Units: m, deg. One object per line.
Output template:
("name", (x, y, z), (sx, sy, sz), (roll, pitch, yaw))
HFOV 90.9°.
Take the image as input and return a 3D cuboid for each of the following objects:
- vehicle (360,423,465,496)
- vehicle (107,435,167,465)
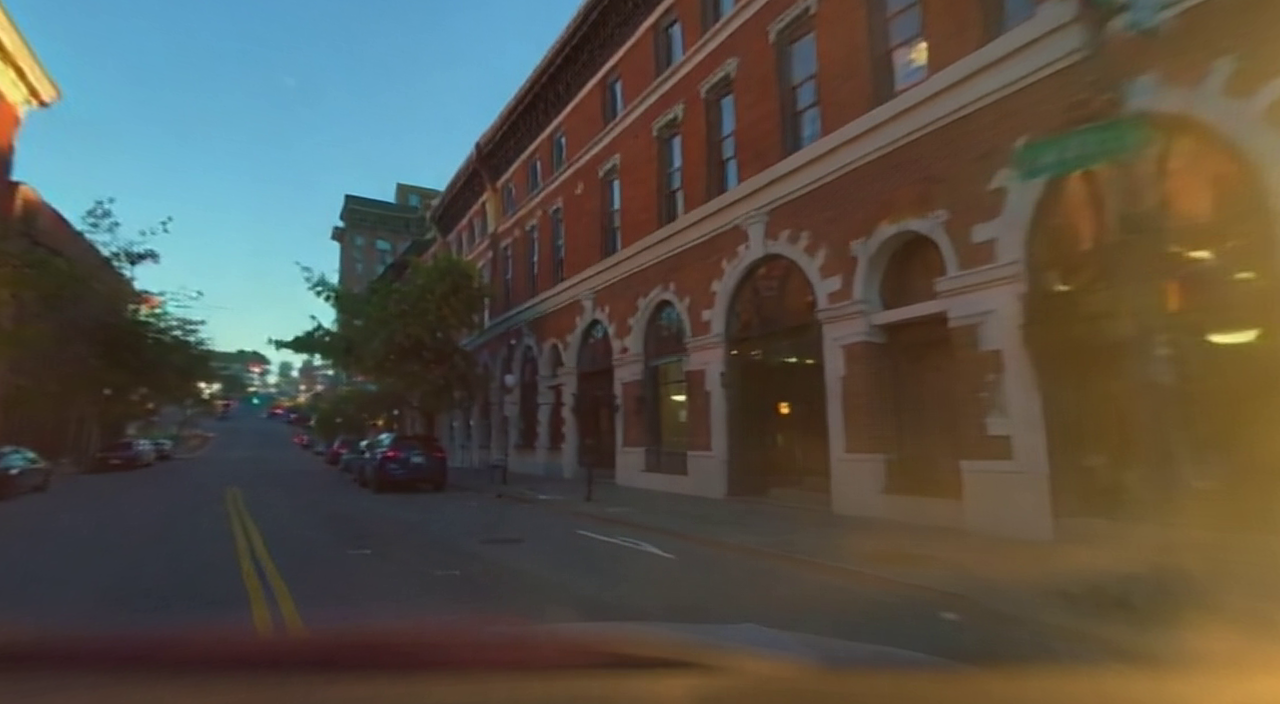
("vehicle", (-6.721, 3.063, 18.334), (1.953, 1.804, 4.518), (5, -10, -31))
("vehicle", (-26.927, 5.248, 33.873), (1.934, 1.478, 4.180), (4, -9, -31))
